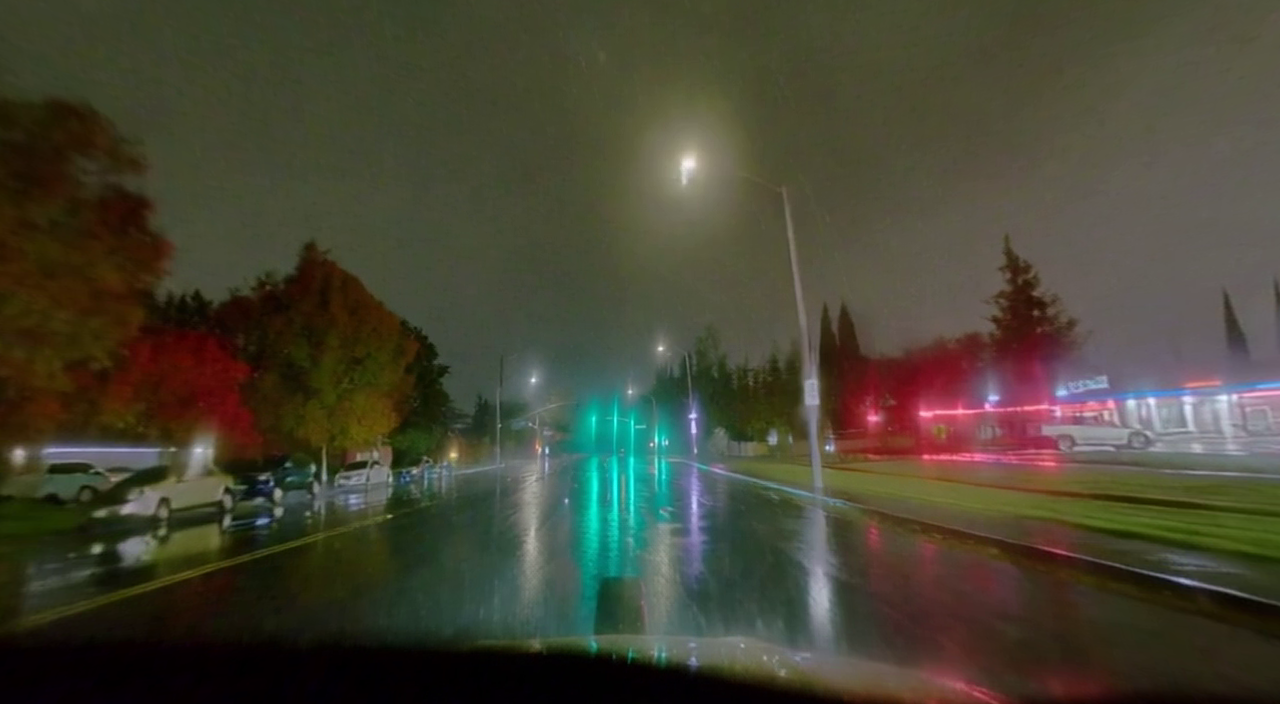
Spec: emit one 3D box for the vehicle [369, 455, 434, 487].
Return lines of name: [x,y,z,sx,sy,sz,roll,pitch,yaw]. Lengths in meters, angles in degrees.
vehicle: [-13.194,6.557,35.266,1.897,1.564,4.875,0,-8,-2]

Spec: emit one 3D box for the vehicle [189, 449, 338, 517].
vehicle: [-12.924,4.462,22.200,2.351,1.905,5.138,-4,-9,-3]

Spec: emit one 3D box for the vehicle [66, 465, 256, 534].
vehicle: [-12.725,3.907,17.228,1.958,1.457,4.254,0,-9,-3]

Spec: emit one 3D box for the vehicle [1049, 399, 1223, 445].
vehicle: [24.525,3.590,31.568,2.392,1.996,6.238,5,-10,-33]
